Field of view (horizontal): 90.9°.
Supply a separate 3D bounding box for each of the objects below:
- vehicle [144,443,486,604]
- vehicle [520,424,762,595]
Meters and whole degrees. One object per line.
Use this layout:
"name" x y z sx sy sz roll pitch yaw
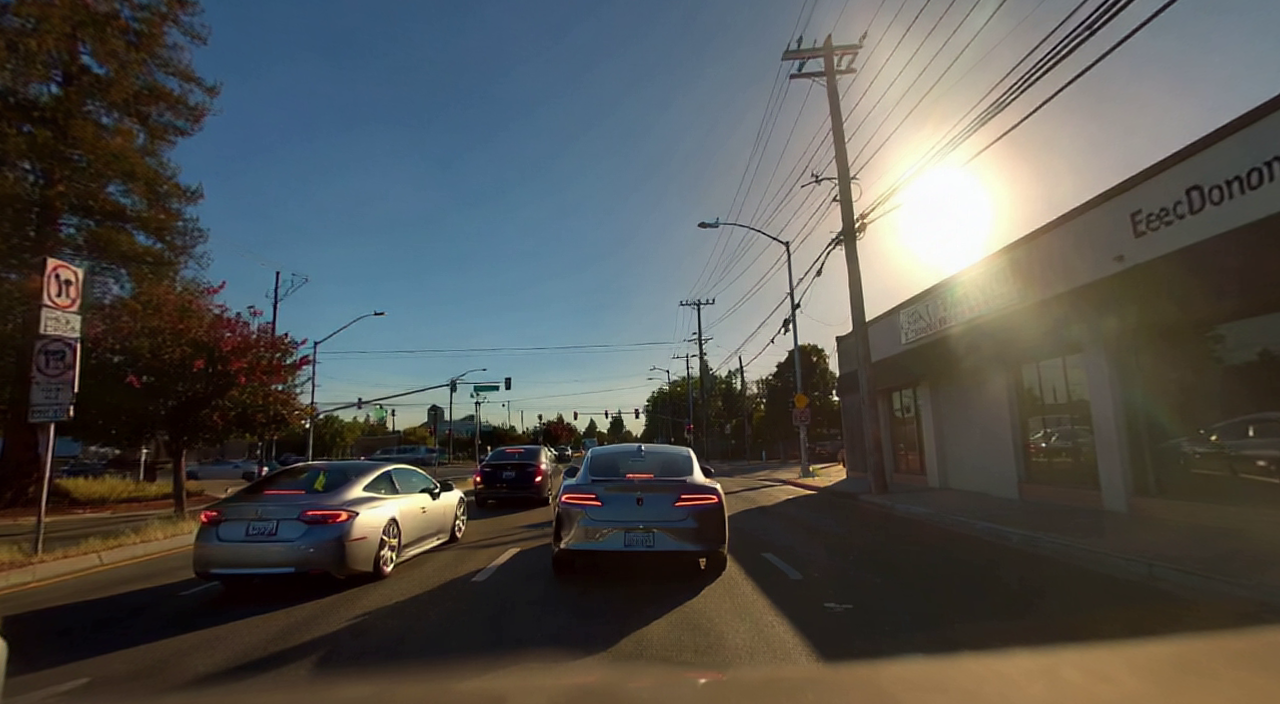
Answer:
"vehicle" -3.233 1.746 7.350 1.765 1.319 4.013 0 -9 1
"vehicle" -0.009 1.675 7.534 2.101 1.469 3.955 0 -9 0
